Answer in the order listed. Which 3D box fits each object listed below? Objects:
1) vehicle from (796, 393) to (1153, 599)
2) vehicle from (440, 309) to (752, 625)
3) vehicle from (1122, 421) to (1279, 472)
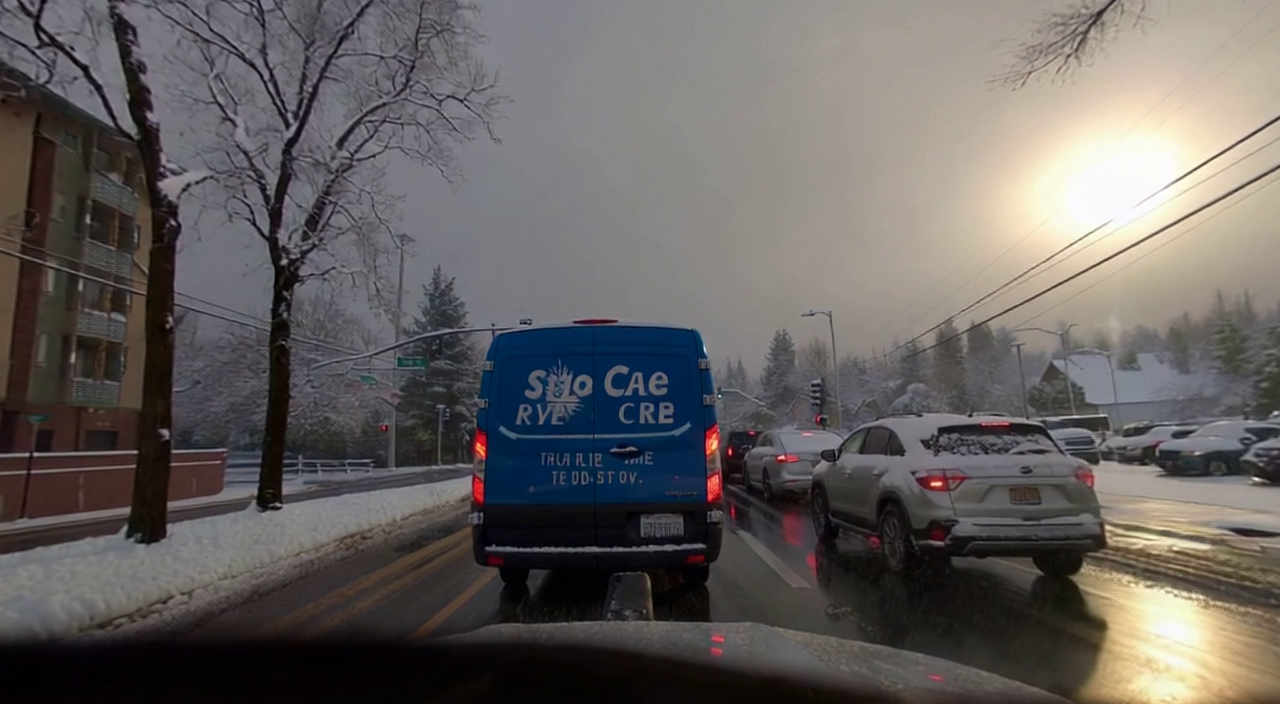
[{"bbox_3d":[3.435,1.560,7.670,1.965,1.771,4.295,0,-8,0],"label":"vehicle"},{"bbox_3d":[-0.305,1.246,7.530,2.422,2.488,4.992,0,-8,1],"label":"vehicle"},{"bbox_3d":[17.186,2.868,19.149,3.491,1.443,1.837,0,-8,0],"label":"vehicle"}]
